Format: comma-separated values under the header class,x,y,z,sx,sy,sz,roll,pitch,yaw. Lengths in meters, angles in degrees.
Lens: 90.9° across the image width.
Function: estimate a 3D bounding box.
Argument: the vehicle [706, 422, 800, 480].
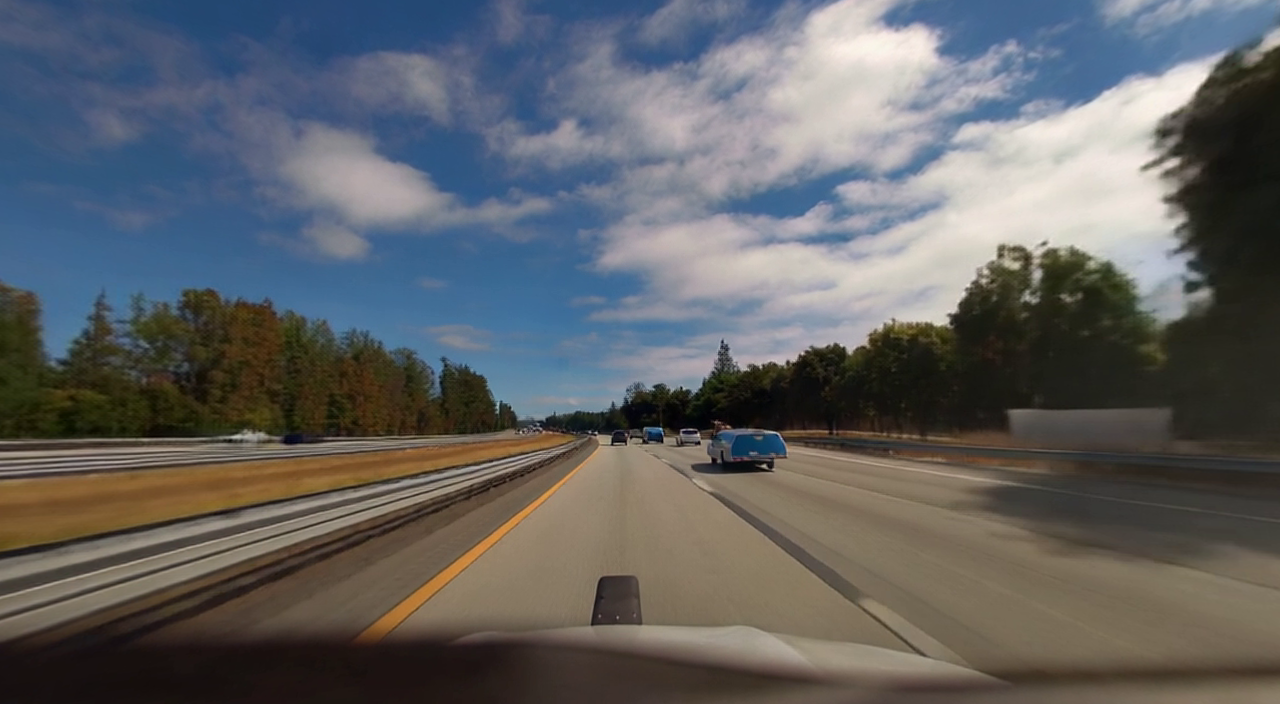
class,x,y,z,sx,sy,sz,roll,pitch,yaw
vehicle,3.309,2.994,19.315,2.002,1.569,3.845,0,-8,-3
